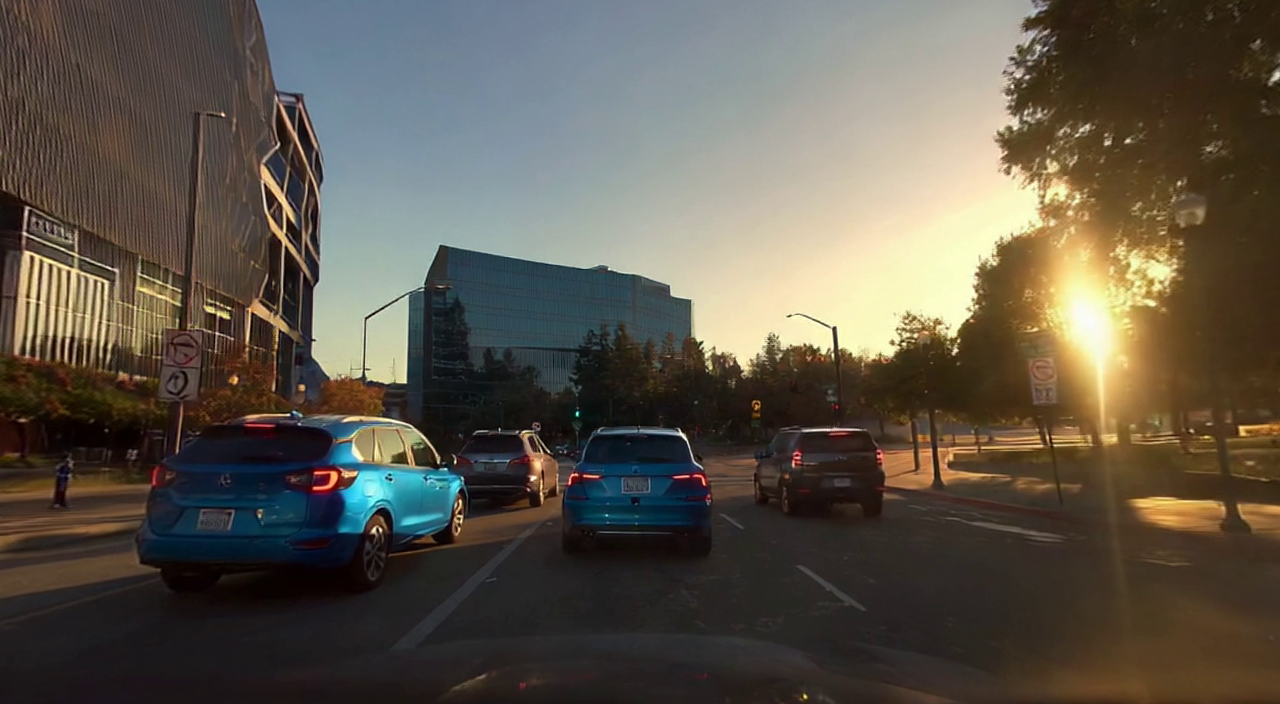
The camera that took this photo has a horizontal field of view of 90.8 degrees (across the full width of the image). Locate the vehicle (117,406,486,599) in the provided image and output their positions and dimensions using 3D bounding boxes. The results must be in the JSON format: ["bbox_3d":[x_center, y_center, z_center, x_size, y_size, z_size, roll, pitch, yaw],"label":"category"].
[{"bbox_3d":[-3.540,1.654,7.847,2.083,1.691,4.398,0,-8,1],"label":"vehicle"}]

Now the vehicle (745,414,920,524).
[{"bbox_3d":[3.618,2.307,12.960,2.026,1.819,4.579,0,-8,-1],"label":"vehicle"}]

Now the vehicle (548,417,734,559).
[{"bbox_3d":[-0.026,1.917,9.639,2.207,1.659,4.155,0,-8,-1],"label":"vehicle"}]

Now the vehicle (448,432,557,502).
[{"bbox_3d":[-3.644,3.125,17.609,2.068,1.678,4.199,0,-8,0],"label":"vehicle"}]
